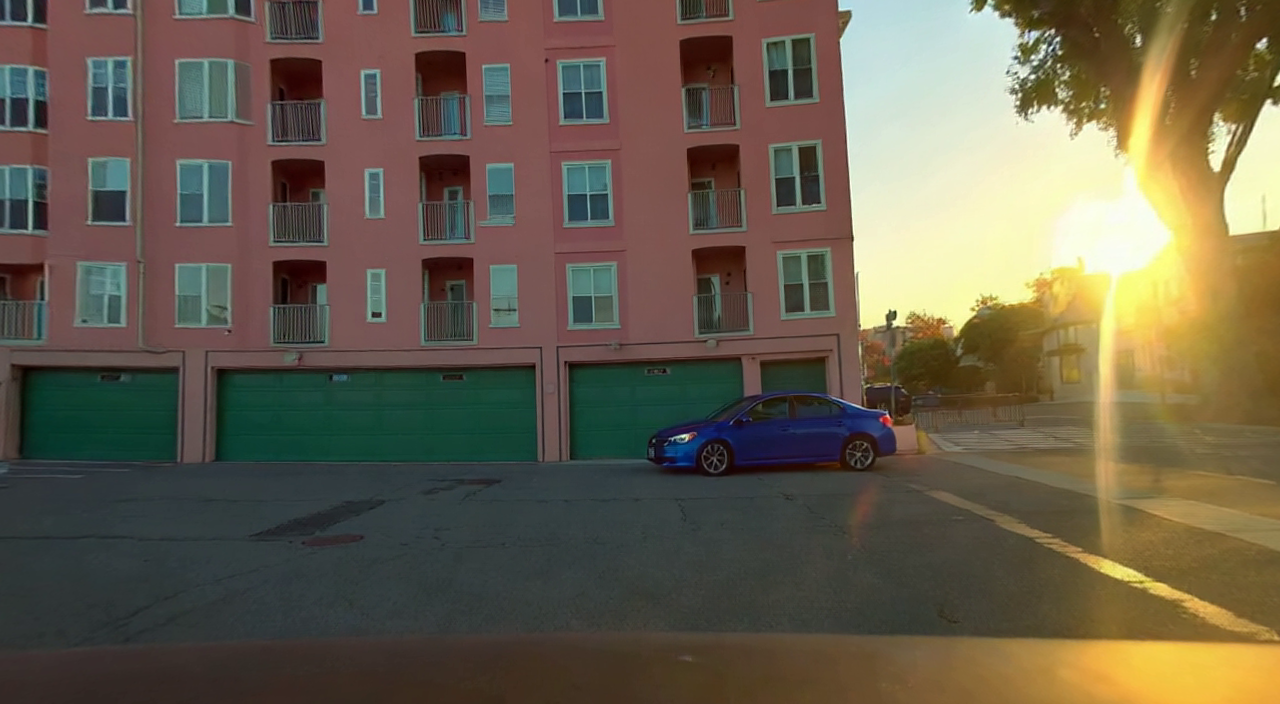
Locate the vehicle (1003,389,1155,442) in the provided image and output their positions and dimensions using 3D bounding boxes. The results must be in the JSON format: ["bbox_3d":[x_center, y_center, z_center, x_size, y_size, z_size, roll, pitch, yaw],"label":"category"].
[{"bbox_3d":[15.756,2.320,22.802,3.905,1.475,2.057,-5,-7,-4],"label":"vehicle"}]

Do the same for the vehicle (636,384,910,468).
[{"bbox_3d":[2.293,1.413,11.838,4.697,1.444,1.825,0,-8,-1],"label":"vehicle"}]
